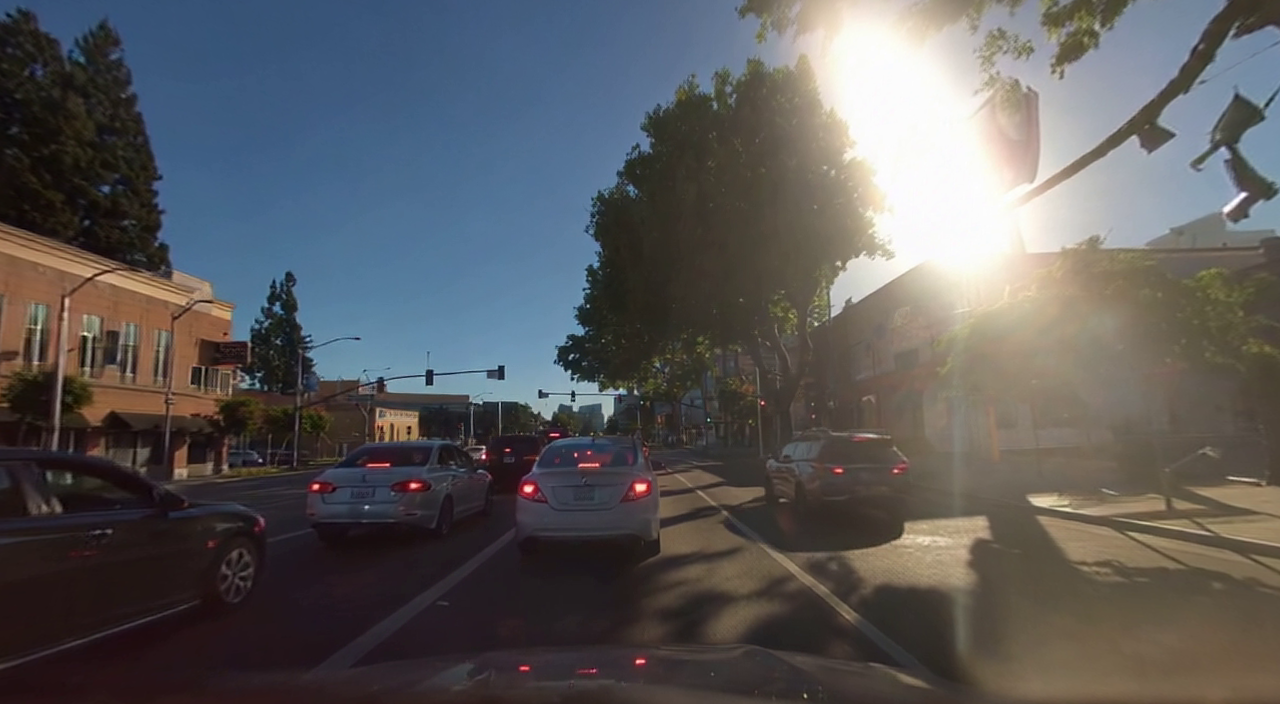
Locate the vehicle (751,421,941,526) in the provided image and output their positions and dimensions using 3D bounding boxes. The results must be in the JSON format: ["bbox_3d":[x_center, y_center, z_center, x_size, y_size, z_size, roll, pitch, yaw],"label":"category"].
[{"bbox_3d":[3.670,2.260,12.285,2.097,1.651,4.300,0,-9,-2],"label":"vehicle"}]

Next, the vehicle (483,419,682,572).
[{"bbox_3d":[-0.618,1.772,8.532,2.042,1.555,3.912,0,-9,-1],"label":"vehicle"}]

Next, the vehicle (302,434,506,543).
[{"bbox_3d":[-3.733,2.217,10.933,1.950,1.487,4.130,0,-9,0],"label":"vehicle"}]

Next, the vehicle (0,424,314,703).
[{"bbox_3d":[-4.129,1.186,3.710,2.020,1.457,4.496,0,-9,0],"label":"vehicle"}]
